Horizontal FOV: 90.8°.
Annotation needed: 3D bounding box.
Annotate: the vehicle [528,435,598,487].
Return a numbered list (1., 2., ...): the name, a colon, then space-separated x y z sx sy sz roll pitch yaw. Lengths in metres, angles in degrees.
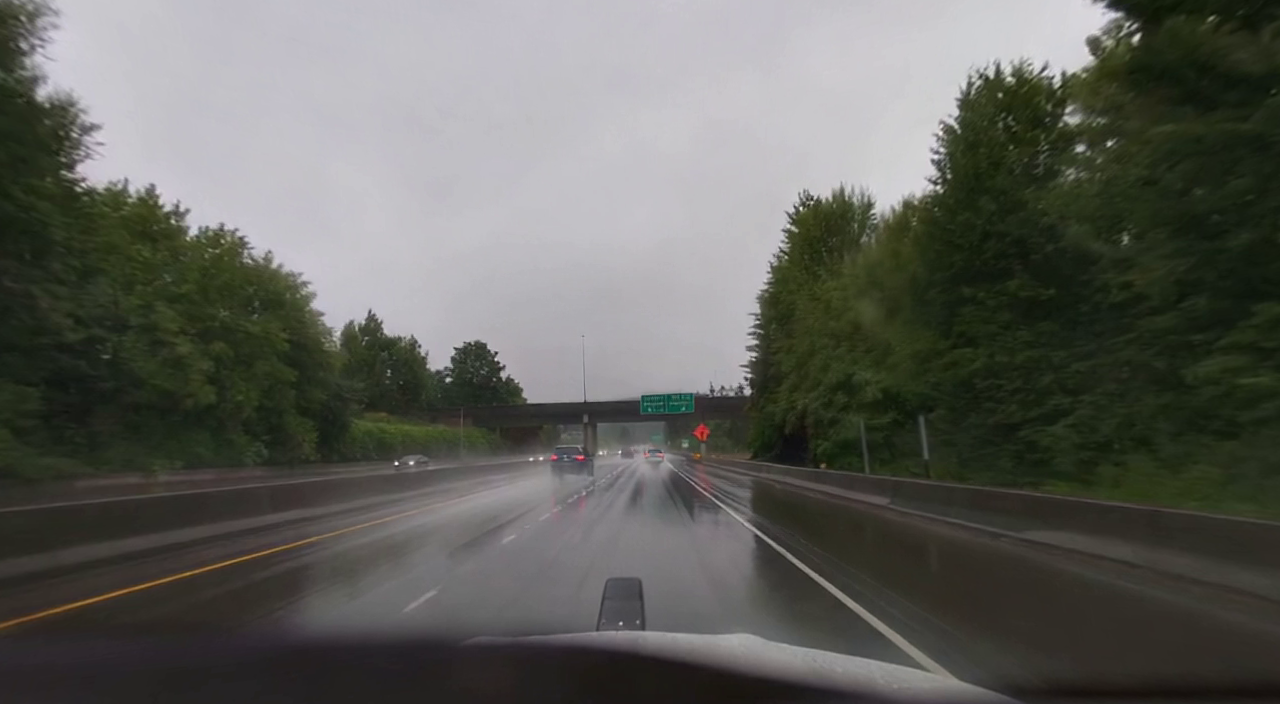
1. vehicle: -2.918 4.258 24.986 2.143 1.853 4.123 -1 -9 2
